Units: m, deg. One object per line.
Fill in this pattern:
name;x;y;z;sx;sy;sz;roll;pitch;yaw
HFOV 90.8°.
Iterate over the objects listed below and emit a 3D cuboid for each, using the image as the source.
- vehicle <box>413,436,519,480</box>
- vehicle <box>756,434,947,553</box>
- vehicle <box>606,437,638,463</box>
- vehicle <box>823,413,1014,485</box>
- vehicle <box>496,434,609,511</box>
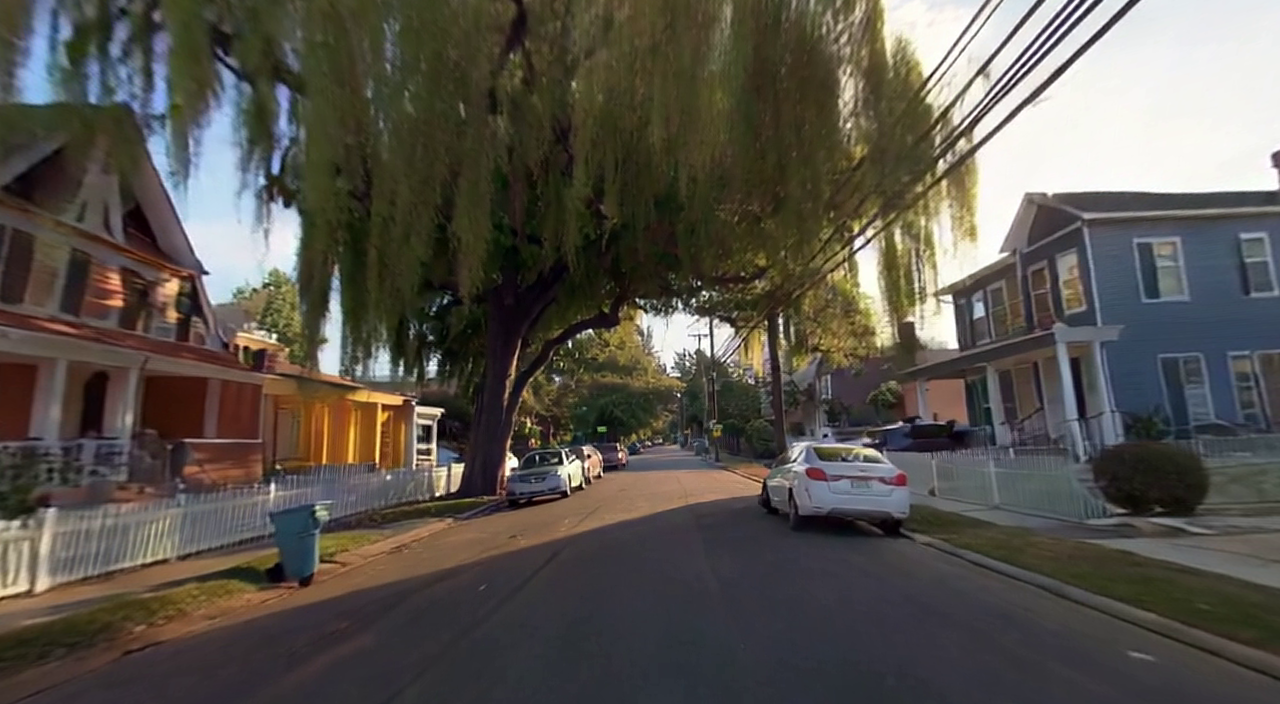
vehicle;-7.776;4.738;28.501;4.088;1.779;2.109;0;-7;5
vehicle;3.467;2.333;11.448;2.043;1.631;4.613;0;-7;2
vehicle;-1.312;7.466;48.412;2.082;1.759;4.541;-2;-7;3
vehicle;9.073;3.196;21.015;5.274;2.170;2.205;1;-8;1
vehicle;-2.366;3.394;18.528;2.204;1.655;4.813;-8;-8;3
